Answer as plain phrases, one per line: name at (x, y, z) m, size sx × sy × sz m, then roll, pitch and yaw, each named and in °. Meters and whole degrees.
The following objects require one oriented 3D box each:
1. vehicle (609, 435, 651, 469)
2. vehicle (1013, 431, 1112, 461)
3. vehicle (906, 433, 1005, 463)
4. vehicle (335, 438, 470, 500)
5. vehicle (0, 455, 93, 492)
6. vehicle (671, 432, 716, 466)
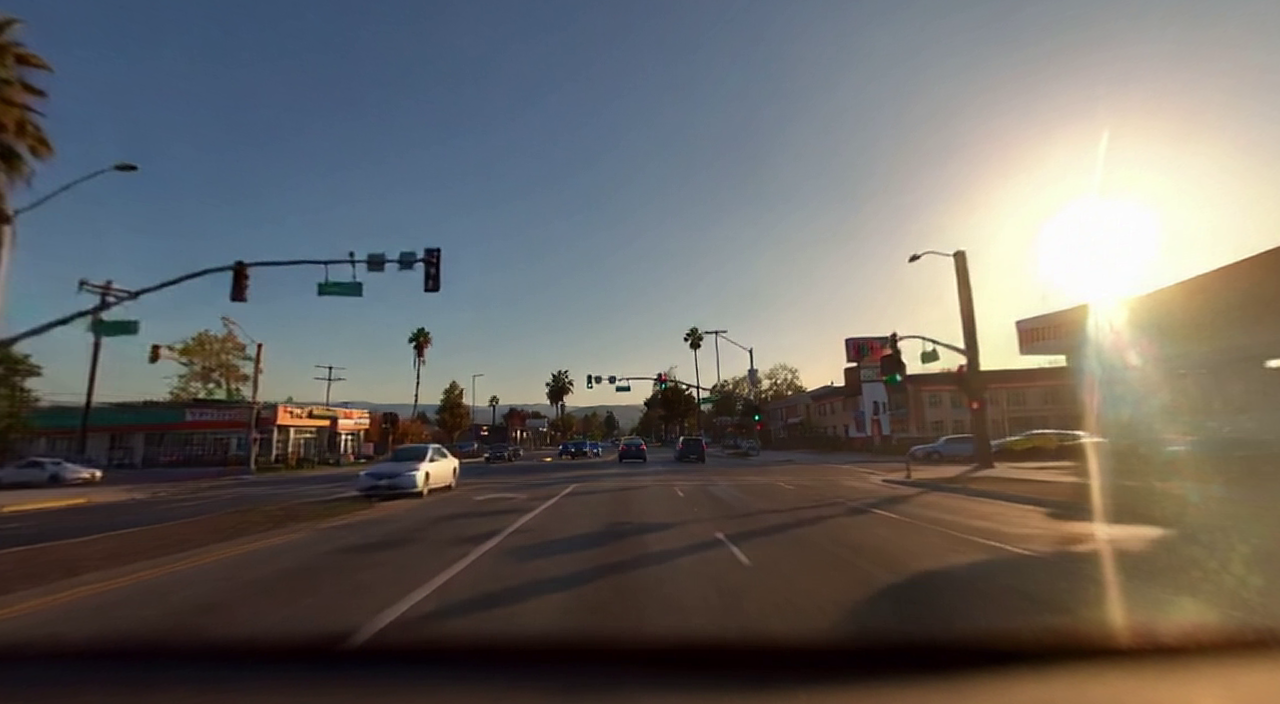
vehicle at (-0.528, 5.513, 35.071) m, size 2.177 × 1.754 × 3.815 m, roll 0°, pitch -8°, yaw -1°
vehicle at (24.966, 5.577, 37.502) m, size 4.398 × 1.700 × 2.012 m, roll 0°, pitch -9°, yaw -3°
vehicle at (18.585, 5.652, 37.383) m, size 4.685 × 1.704 × 2.118 m, roll 0°, pitch -8°, yaw -2°
vehicle at (-6.319, 3.154, 17.509) m, size 1.979 × 1.480 × 4.553 m, roll 0°, pitch -8°, yaw 0°
vehicle at (-28.251, 5.569, 28.922) m, size 4.659 × 1.475 × 1.910 m, roll -2°, pitch -8°, yaw -2°
vehicle at (3.161, 5.952, 38.820) m, size 2.190 × 1.913 × 5.174 m, roll 0°, pitch -8°, yaw -1°
